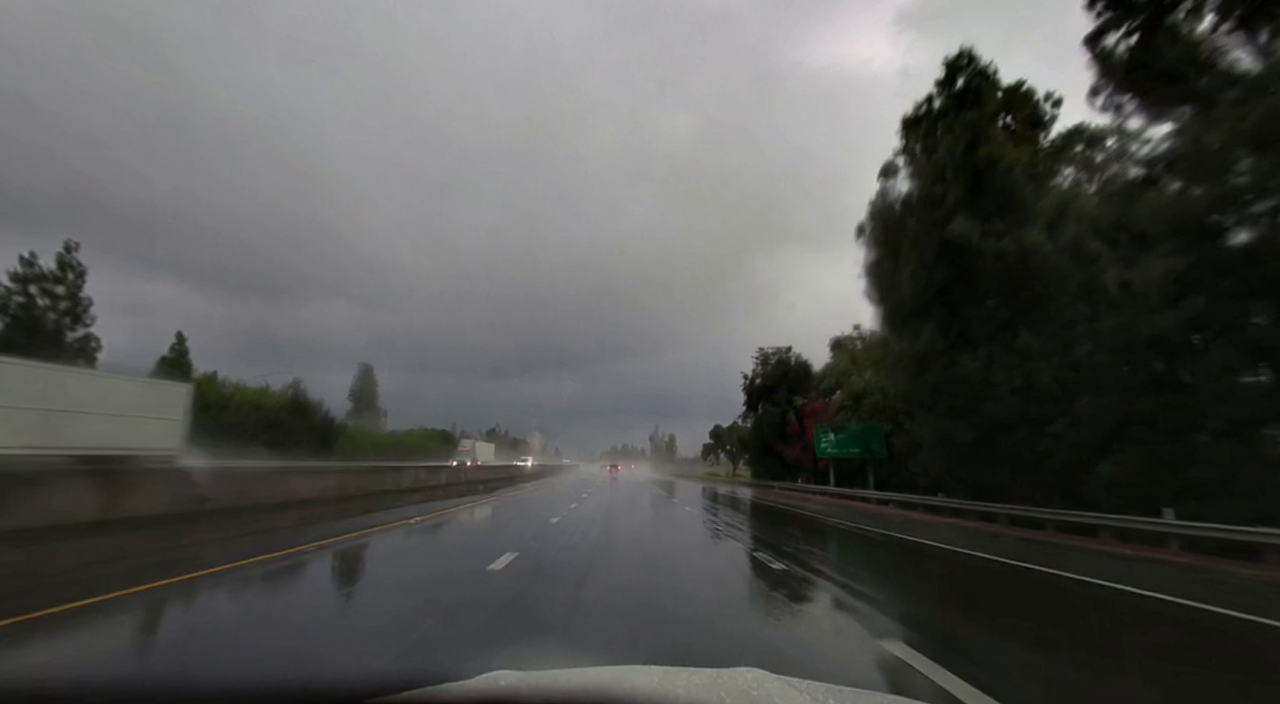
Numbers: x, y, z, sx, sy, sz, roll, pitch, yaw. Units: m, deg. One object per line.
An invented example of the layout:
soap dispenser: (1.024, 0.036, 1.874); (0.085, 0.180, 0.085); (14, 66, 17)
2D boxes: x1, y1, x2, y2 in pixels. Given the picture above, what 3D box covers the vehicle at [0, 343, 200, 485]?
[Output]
vehicle: (-19.914, 2.035, 19.500); (2.876, 4.019, 13.821); (1, -10, -1)
